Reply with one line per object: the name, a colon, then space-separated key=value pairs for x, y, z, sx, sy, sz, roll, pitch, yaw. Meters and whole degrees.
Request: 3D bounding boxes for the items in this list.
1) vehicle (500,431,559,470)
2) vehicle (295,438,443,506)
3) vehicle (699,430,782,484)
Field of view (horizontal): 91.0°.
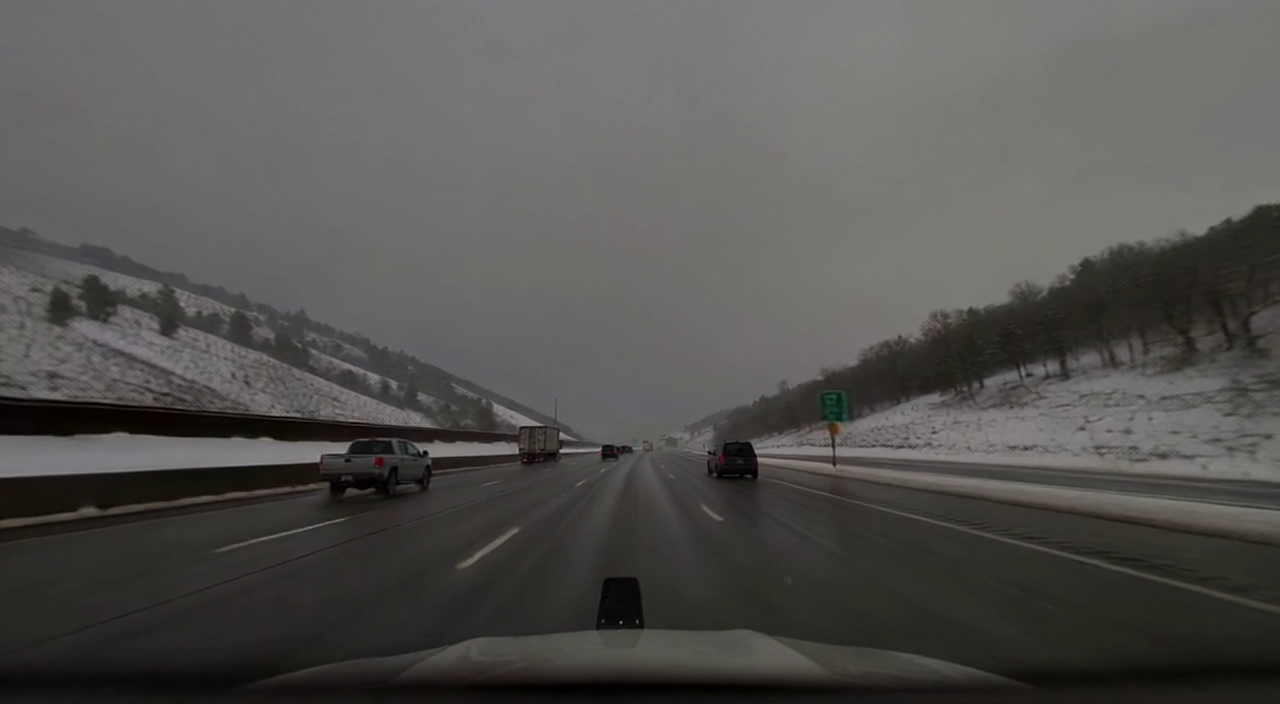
vehicle: x=-7.724 y=7.006 z=44.920 sx=2.937 sy=2.509 sz=7.090 roll=0 pitch=-9 yaw=0
vehicle: x=-7.066 y=3.161 z=17.109 sx=1.935 sy=1.550 sz=4.883 roll=0 pitch=-9 yaw=-1
vehicle: x=3.594 y=3.892 z=23.510 sx=2.231 sy=1.789 sz=4.700 roll=0 pitch=-9 yaw=-1
